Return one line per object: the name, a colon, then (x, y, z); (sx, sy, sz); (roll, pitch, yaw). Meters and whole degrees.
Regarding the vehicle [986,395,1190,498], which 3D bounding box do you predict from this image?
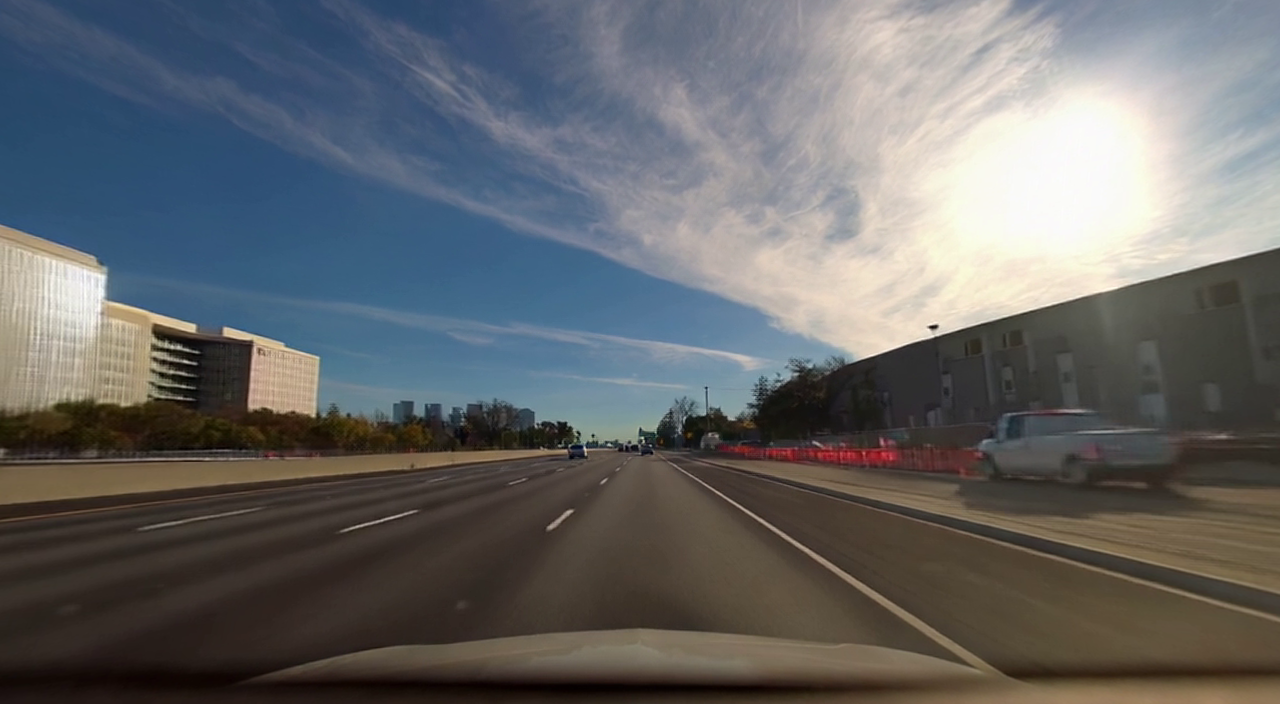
vehicle: (14.121, 3.083, 20.462); (2.763, 2.805, 4.926); (-2, -9, 0)
